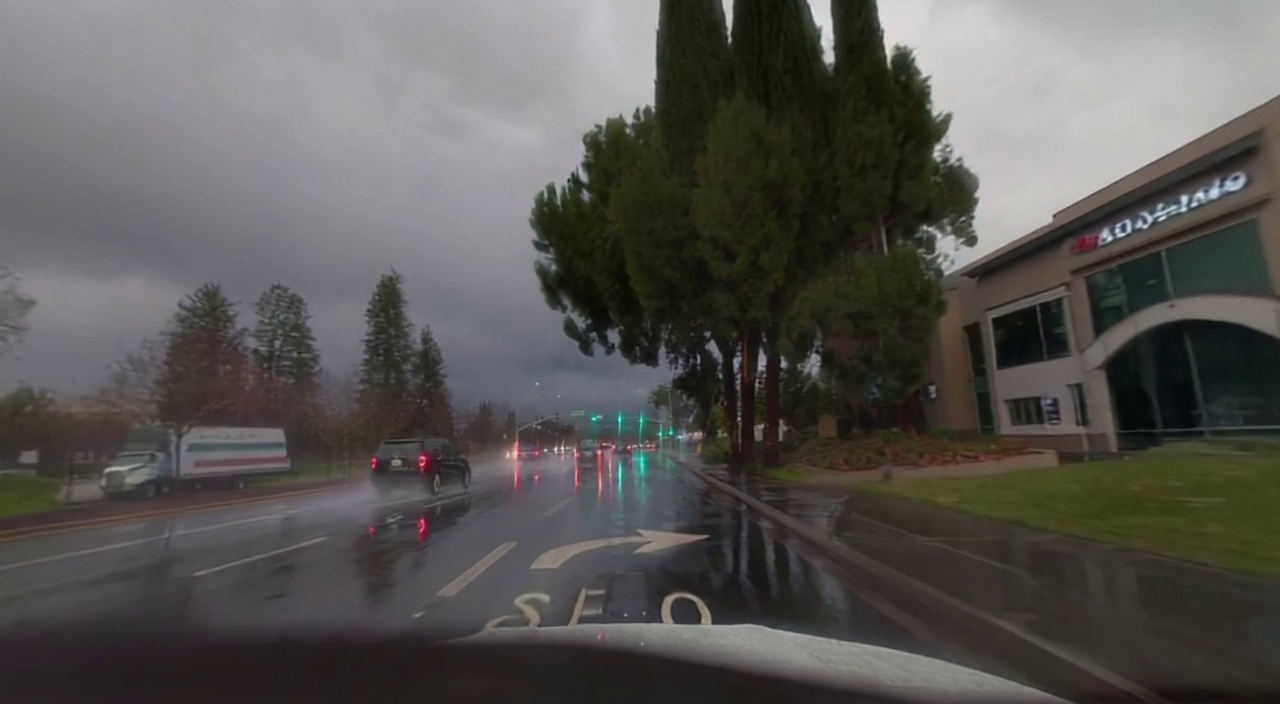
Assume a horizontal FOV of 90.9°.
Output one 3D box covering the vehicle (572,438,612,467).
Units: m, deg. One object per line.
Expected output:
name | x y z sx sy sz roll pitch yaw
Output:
vehicle | -2.866 6.161 38.608 2.100 1.661 3.837 0 -9 1

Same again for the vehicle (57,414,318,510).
vehicle | -21.717 5.425 32.428 3.033 3.777 14.652 0 -8 -2

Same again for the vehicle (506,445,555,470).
vehicle | -6.622 6.388 38.492 2.072 1.427 4.328 0 -9 2

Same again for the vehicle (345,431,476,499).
vehicle | -6.877 3.444 19.606 2.137 1.835 4.844 0 -9 1
